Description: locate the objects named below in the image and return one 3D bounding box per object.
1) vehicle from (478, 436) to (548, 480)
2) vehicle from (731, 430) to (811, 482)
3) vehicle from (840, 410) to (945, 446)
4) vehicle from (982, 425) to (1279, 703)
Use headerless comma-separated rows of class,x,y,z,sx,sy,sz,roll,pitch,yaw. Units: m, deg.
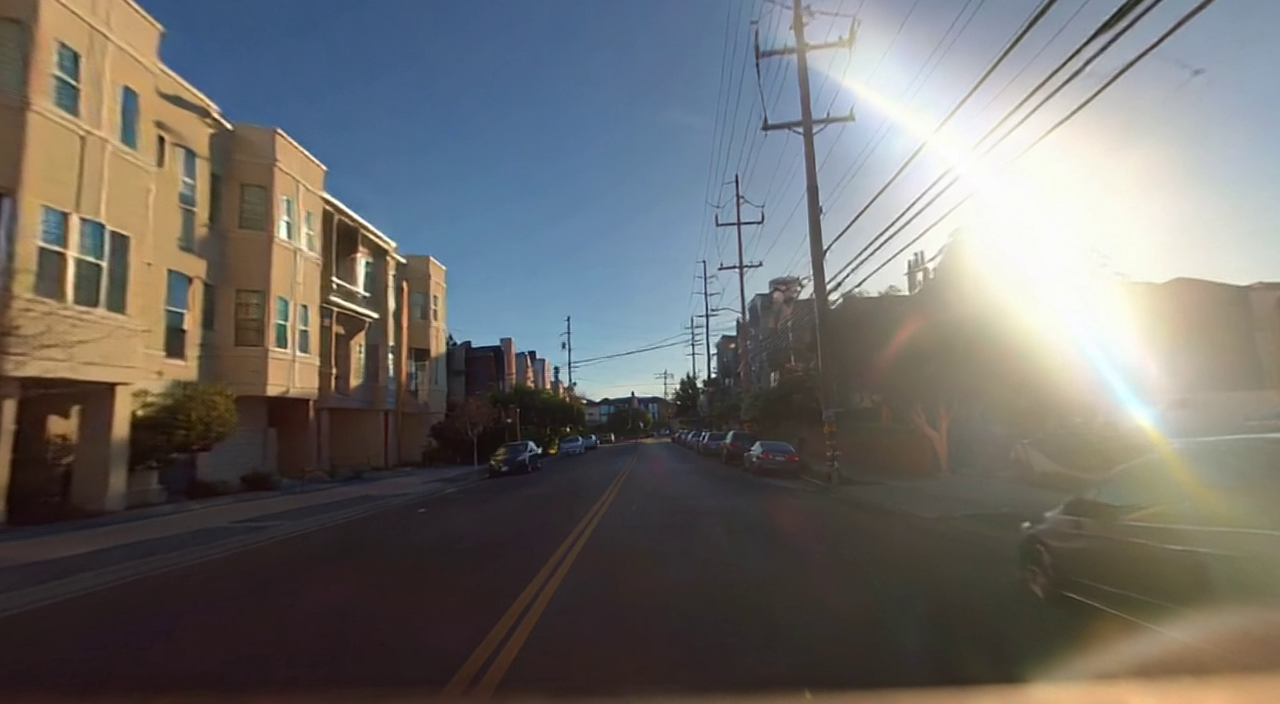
vehicle,-5.175,4.353,26.338,1.913,1.672,4.267,0,-8,2
vehicle,4.397,3.546,21.789,1.914,1.591,3.892,0,-8,0
vehicle,14.088,4.341,35.639,2.152,1.875,5.778,3,-8,-19
vehicle,3.821,1.059,2.869,1.928,1.440,4.738,0,-8,1
